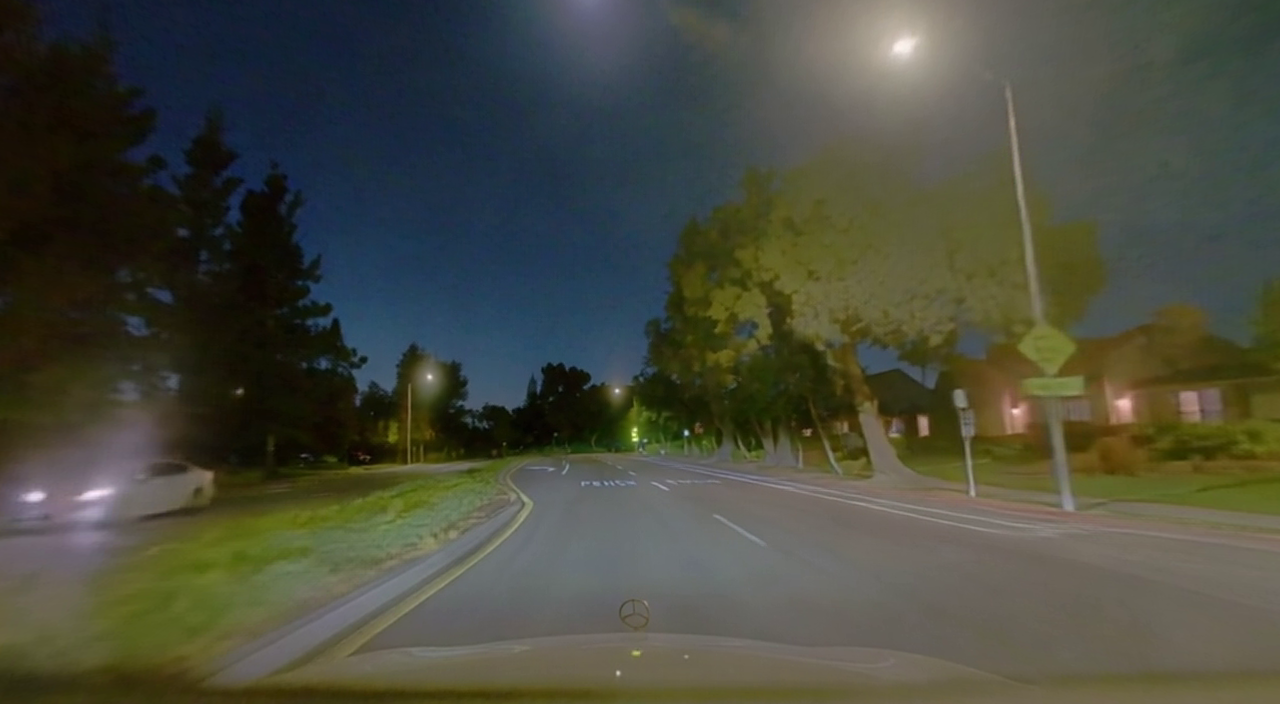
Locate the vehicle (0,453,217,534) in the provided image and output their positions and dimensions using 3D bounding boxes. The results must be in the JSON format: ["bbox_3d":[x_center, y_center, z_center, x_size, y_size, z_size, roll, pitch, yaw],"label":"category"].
[{"bbox_3d":[-12.322,3.136,14.644,1.965,1.492,4.498,0,-8,-2],"label":"vehicle"}]
